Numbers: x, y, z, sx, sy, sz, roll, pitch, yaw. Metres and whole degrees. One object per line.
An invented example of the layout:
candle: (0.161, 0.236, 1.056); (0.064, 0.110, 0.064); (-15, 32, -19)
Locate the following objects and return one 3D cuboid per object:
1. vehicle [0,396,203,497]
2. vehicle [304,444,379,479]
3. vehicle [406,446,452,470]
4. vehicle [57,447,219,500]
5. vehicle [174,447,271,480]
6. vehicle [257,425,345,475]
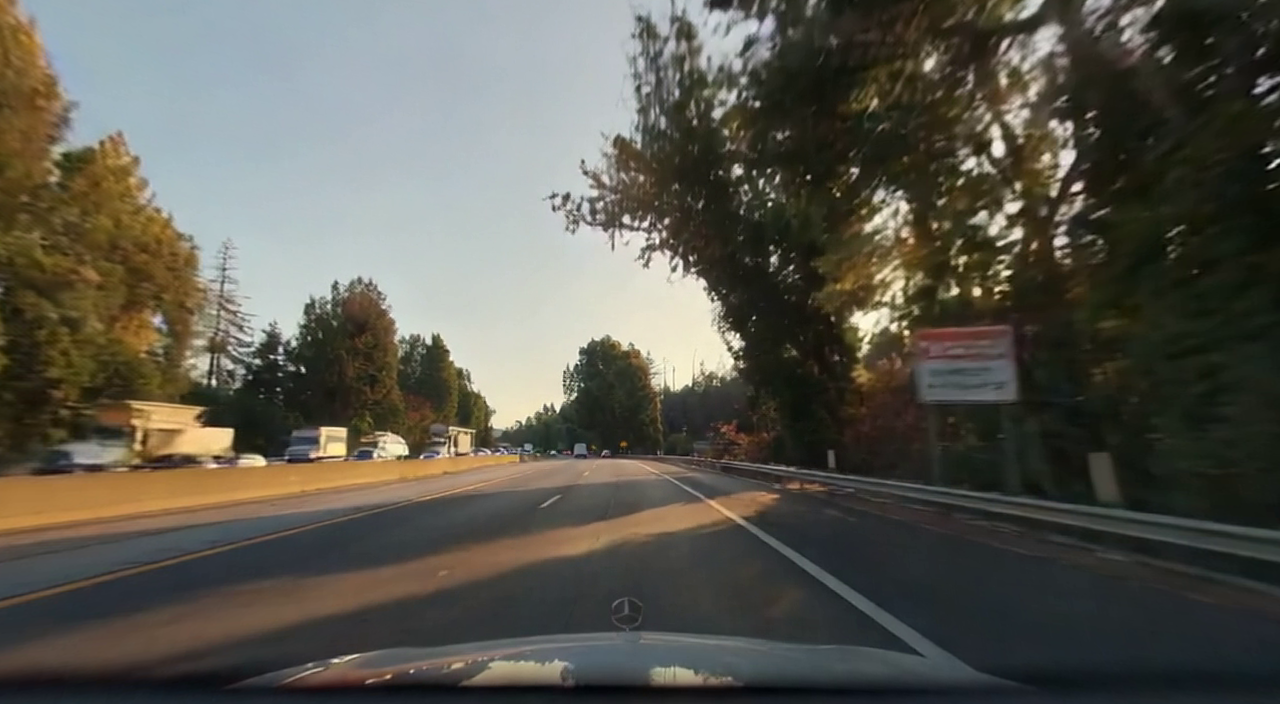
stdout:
vehicle: (-20.860, 3.644, 24.754); (2.624, 3.302, 6.257); (3, -8, 1)
vehicle: (-16.099, 5.908, 34.253); (1.962, 1.714, 4.445); (-1, -9, -1)
vehicle: (-15.861, 7.988, 47.595); (1.953, 1.662, 4.536); (0, -9, 0)
vehicle: (-16.183, 3.913, 20.672); (1.842, 1.521, 4.264); (0, -9, -1)
vehicle: (-21.013, 5.625, 31.992); (1.949, 1.539, 4.422); (0, -9, -1)
vehicle: (-20.911, 6.112, 39.266); (2.249, 2.817, 5.913); (0, -9, -1)
